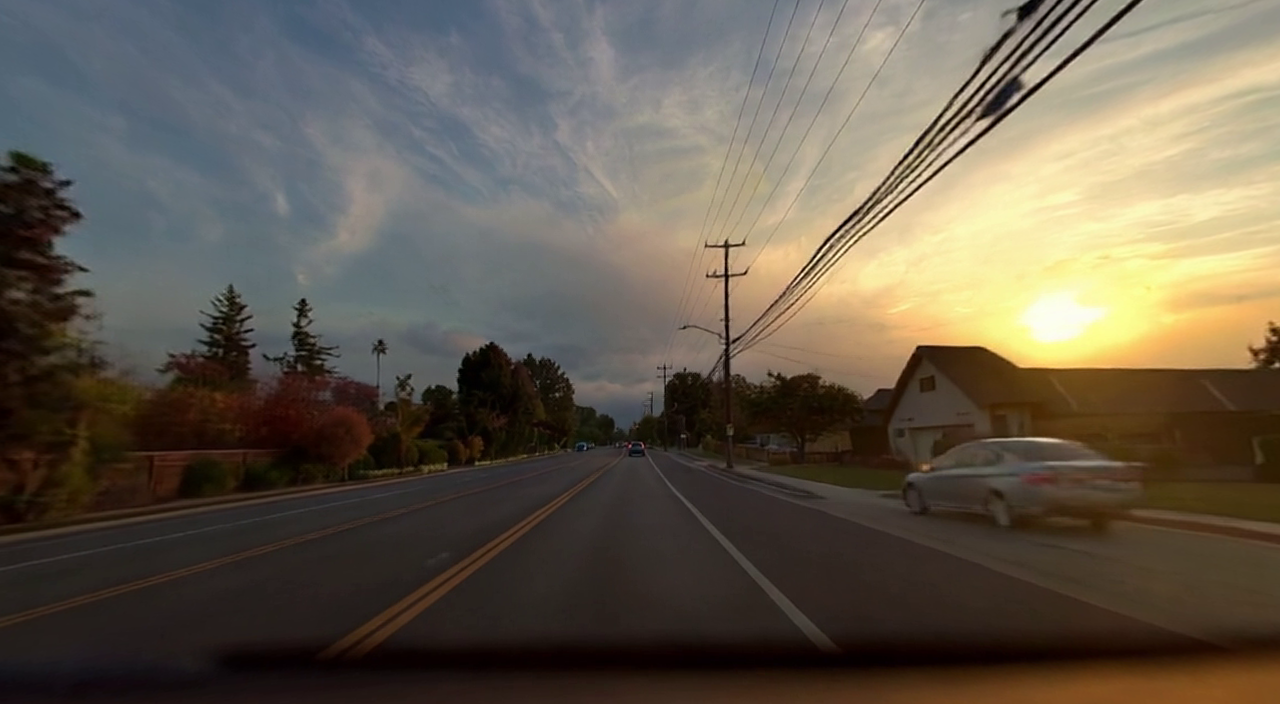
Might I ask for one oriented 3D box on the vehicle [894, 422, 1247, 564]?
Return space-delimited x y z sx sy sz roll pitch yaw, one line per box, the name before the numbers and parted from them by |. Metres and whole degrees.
vehicle | 6.037 2.013 9.828 2.039 1.637 4.782 0 -8 -1
